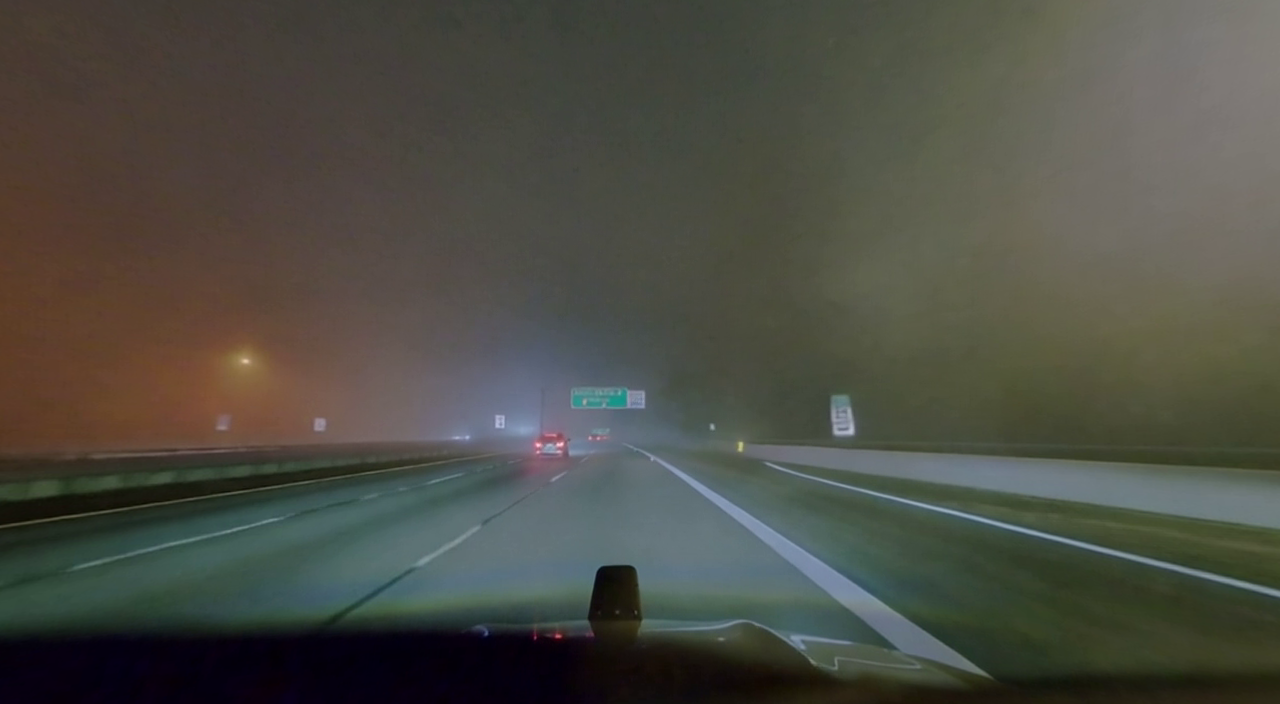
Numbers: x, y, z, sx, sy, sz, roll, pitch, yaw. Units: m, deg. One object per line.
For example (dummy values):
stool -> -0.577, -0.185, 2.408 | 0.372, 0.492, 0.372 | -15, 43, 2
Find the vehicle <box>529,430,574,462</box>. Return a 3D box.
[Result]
vehicle -> -4.681, 5.023, 33.758 | 1.878, 1.548, 3.966 | 0, -8, -1
